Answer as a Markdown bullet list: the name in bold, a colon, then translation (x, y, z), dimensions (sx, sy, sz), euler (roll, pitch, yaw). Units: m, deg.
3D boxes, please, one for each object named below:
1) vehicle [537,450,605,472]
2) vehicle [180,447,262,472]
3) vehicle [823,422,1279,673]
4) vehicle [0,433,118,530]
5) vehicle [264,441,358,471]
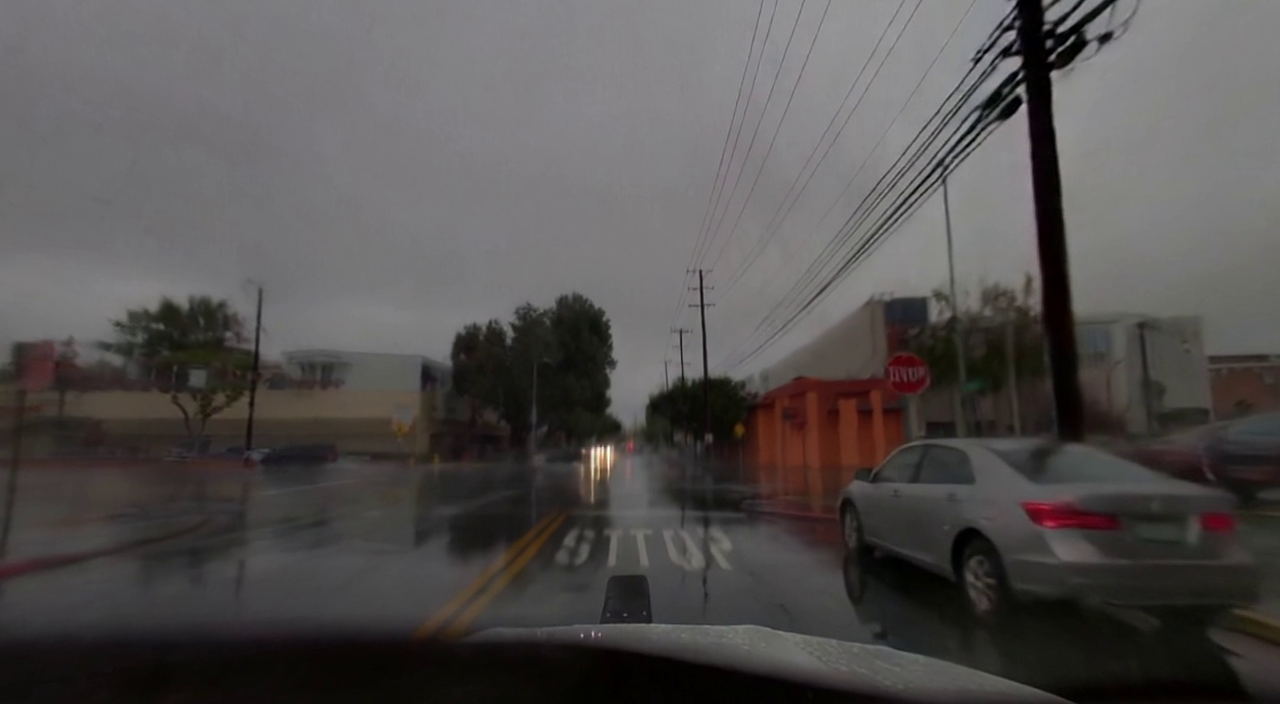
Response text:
- **vehicle**: translation (-5.042, 8.049, 46.717), dimensions (4.869, 1.517, 1.819), euler (0, -9, -3)
- **vehicle**: translation (-30.325, 7.784, 45.725), dimensions (4.440, 1.671, 2.036), euler (0, -9, -2)
- **vehicle**: translation (3.623, 1.537, 6.281), dimensions (2.041, 1.495, 4.815), euler (0, -8, -1)
- **vehicle**: translation (-12.248, 2.164, 10.943), dimensions (4.351, 1.496, 2.029), euler (2, -8, -7)
- **vehicle**: translation (-20.542, 6.514, 39.494), dimensions (4.689, 1.803, 1.958), euler (0, -8, -2)
